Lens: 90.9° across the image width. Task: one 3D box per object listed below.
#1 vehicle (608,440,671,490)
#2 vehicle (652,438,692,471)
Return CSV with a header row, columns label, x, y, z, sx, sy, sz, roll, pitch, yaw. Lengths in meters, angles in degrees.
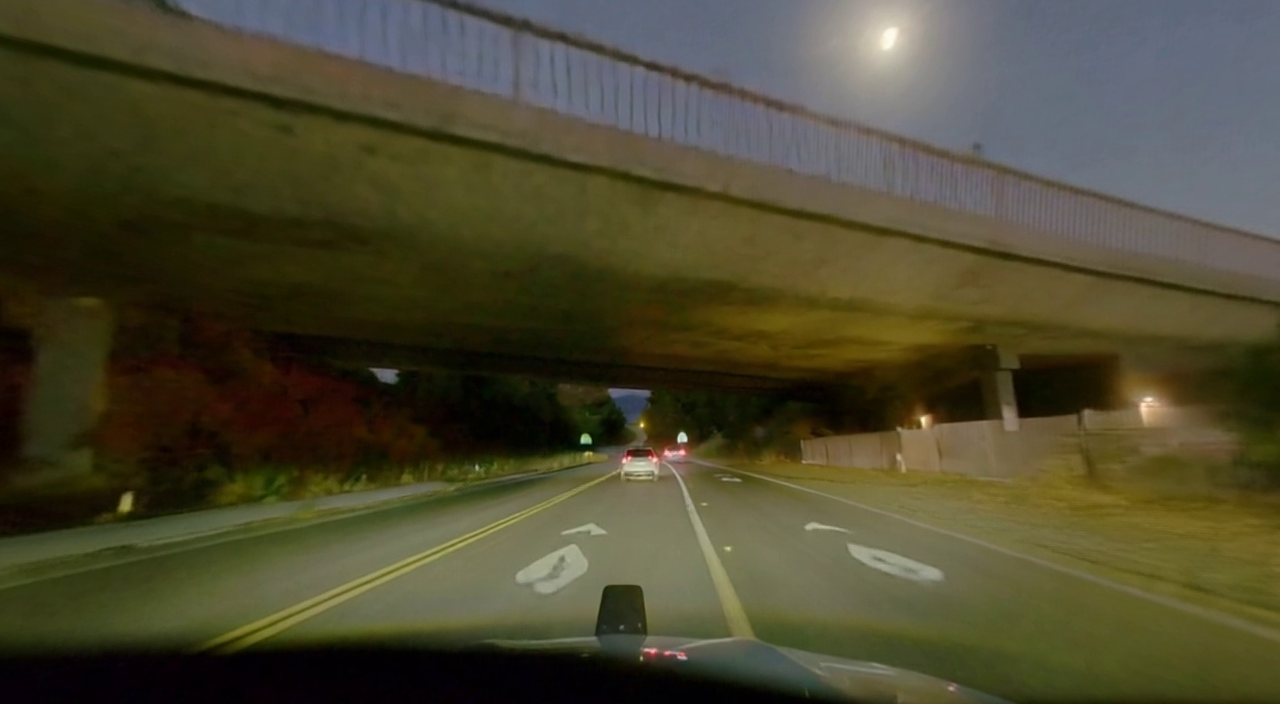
label,x,y,z,sx,sy,sz,roll,pitch,yaw
vehicle,0.031,3.993,22.483,2.037,1.601,3.643,0,-9,2
vehicle,2.011,6.662,41.186,2.273,2.010,4.396,0,-9,-2
